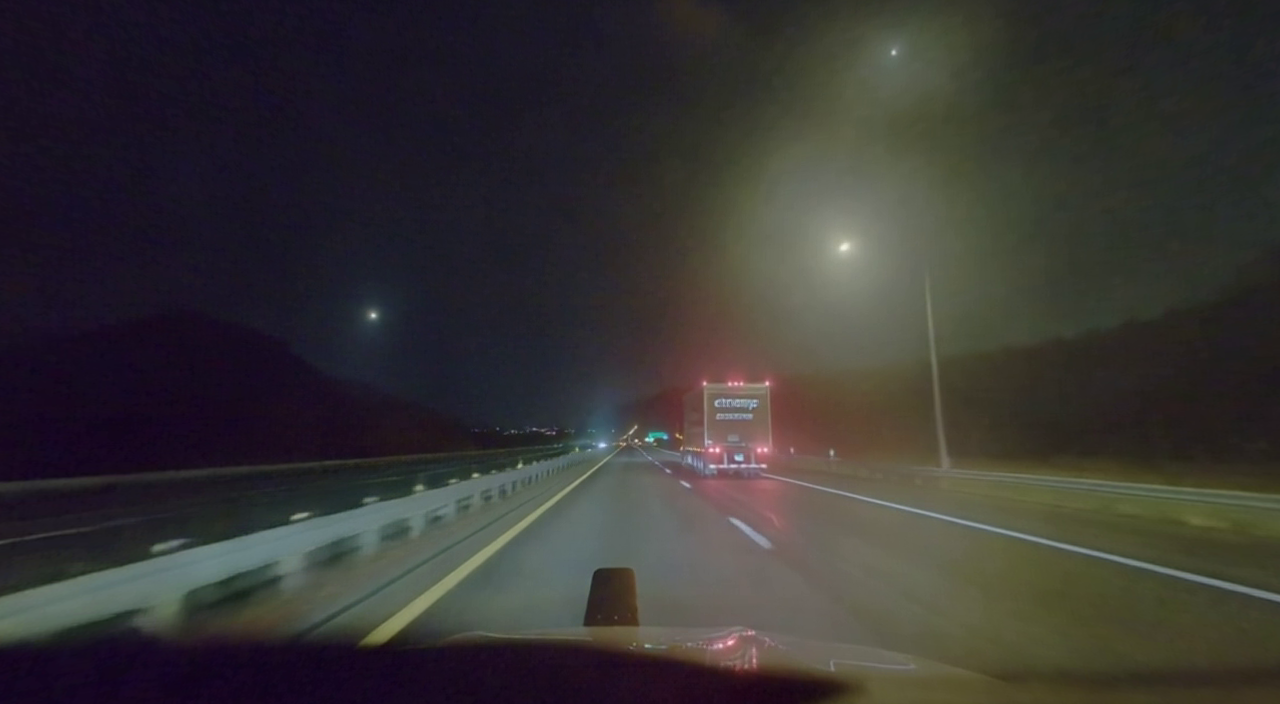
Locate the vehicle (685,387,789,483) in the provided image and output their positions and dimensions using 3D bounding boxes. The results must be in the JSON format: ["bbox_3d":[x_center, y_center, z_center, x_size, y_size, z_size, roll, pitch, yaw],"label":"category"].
[{"bbox_3d":[3.523,3.294,24.812,2.702,3.193,7.196,0,-8,-2],"label":"vehicle"}]
